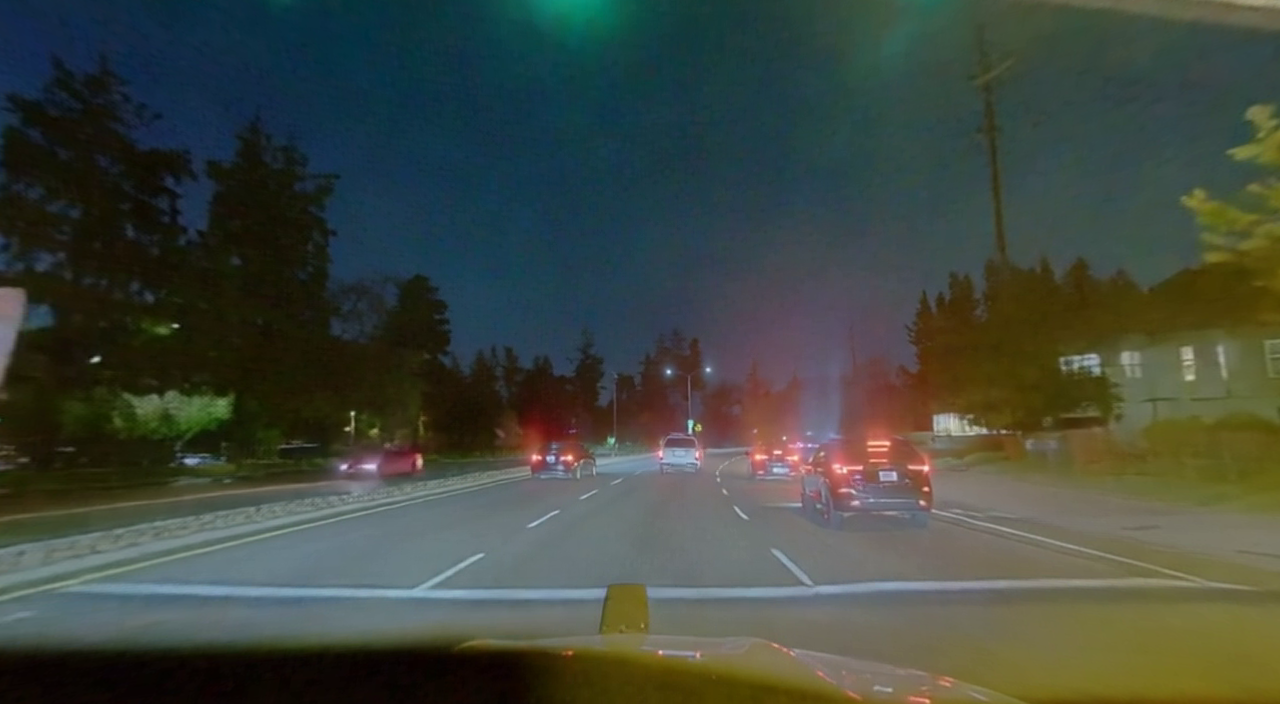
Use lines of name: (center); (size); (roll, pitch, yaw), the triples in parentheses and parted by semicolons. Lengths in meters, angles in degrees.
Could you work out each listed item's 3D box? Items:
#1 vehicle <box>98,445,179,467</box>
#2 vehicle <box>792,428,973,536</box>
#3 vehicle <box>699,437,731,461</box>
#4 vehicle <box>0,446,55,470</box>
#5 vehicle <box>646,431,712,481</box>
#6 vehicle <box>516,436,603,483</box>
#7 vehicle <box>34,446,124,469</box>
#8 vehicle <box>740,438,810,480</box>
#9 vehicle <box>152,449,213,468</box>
vehicle: (-35.743, 7.421, 44.995); (4.101, 1.535, 2.002); (0, -8, 4)
vehicle: (3.935, 2.146, 10.910); (1.859, 1.540, 3.454); (0, -9, 2)
vehicle: (5.459, 7.026, 45.569); (1.798, 1.660, 3.946); (-2, -9, 13)
vehicle: (-39.791, 6.688, 39.796); (3.614, 1.399, 2.065); (0, -8, 3)
vehicle: (1.647, 4.128, 25.229); (2.250, 1.768, 4.574); (-1, -9, 8)
vehicle: (-2.708, 3.764, 22.367); (2.006, 1.464, 4.586); (-1, -9, 7)
vehicle: (-37.612, 7.061, 42.323); (4.194, 1.493, 1.992); (0, -9, 2)
vehicle: (5.108, 4.099, 24.371); (2.117, 1.472, 4.158); (-1, -9, 5)
vehicle: (-34.587, 8.038, 47.681); (3.413, 1.370, 1.645); (-1, -9, 3)
